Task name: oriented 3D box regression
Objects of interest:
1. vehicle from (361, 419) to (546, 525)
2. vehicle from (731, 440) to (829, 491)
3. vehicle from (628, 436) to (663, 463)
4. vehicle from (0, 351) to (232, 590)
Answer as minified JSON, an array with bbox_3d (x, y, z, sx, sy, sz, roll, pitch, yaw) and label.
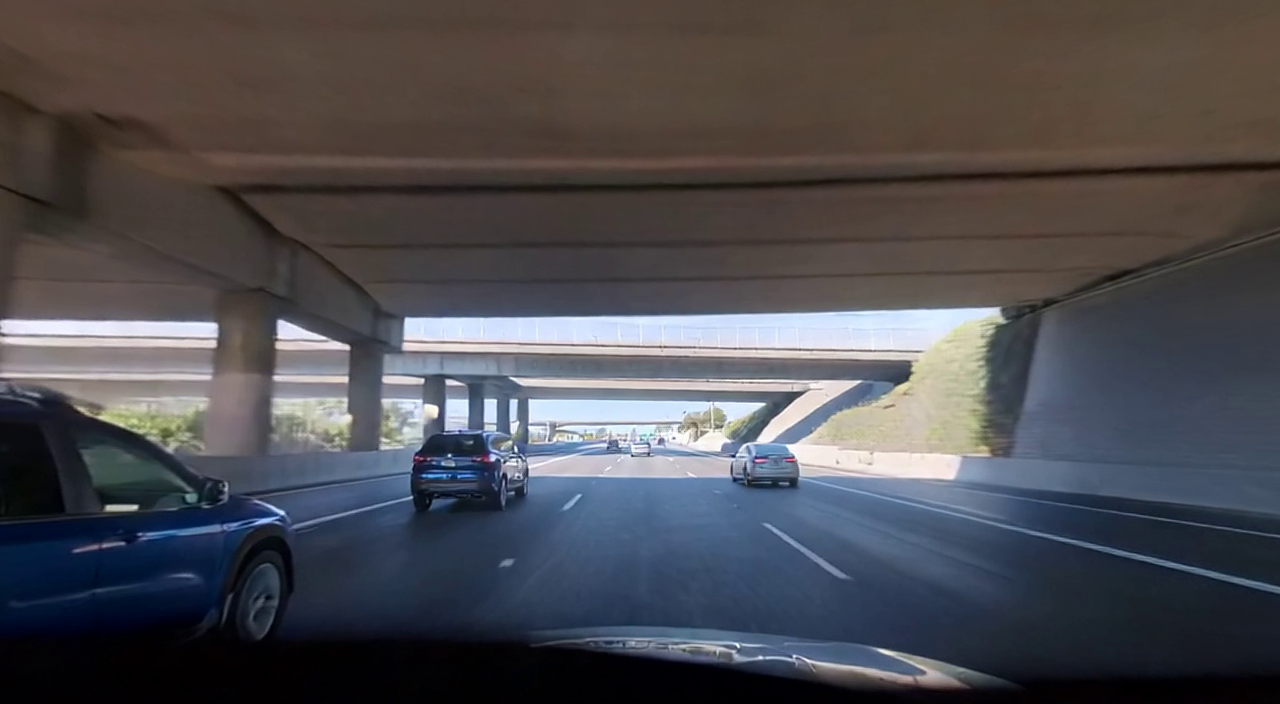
[{"bbox_3d":[-3.221,2.171,11.934,2.193,1.641,4.077,0,-8,1],"label":"vehicle"},{"bbox_3d":[4.303,3.549,20.172,2.083,1.453,4.307,0,-8,-1],"label":"vehicle"},{"bbox_3d":[0.394,7.040,45.614,2.428,1.841,4.402,0,-8,1],"label":"vehicle"},{"bbox_3d":[-6.459,1.021,5.520,2.327,1.958,5.113,0,-8,0],"label":"vehicle"}]
